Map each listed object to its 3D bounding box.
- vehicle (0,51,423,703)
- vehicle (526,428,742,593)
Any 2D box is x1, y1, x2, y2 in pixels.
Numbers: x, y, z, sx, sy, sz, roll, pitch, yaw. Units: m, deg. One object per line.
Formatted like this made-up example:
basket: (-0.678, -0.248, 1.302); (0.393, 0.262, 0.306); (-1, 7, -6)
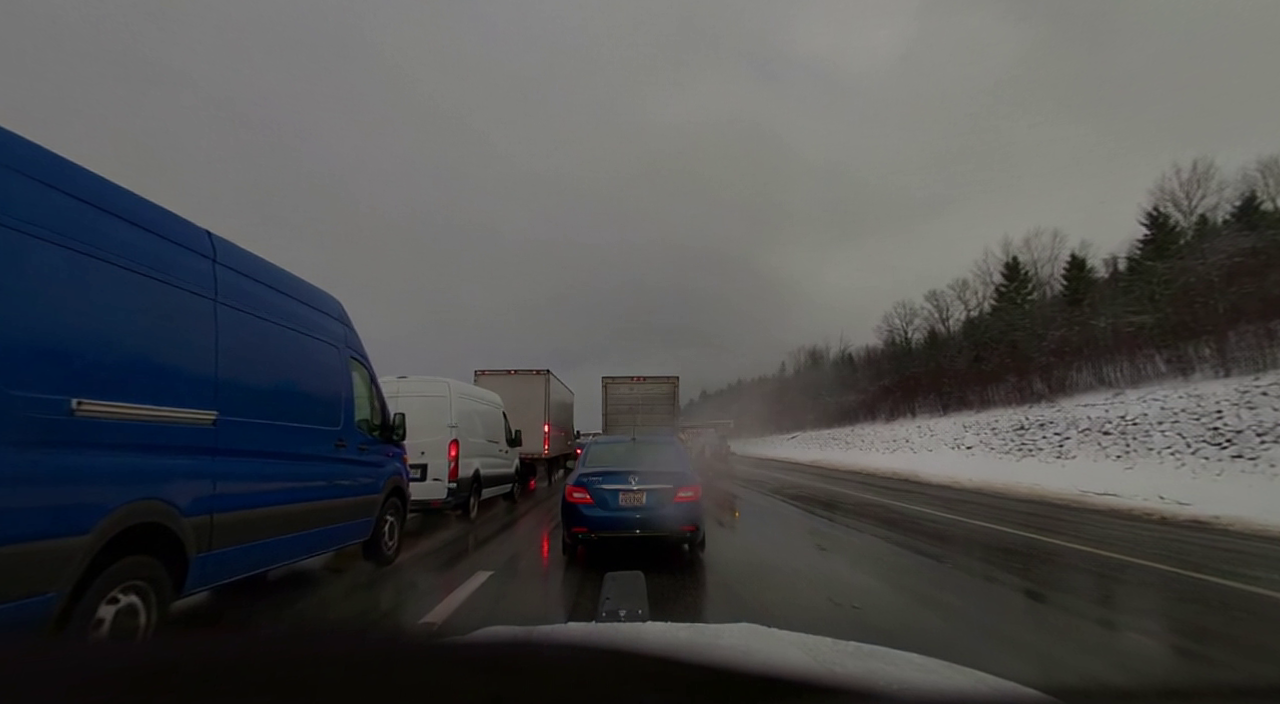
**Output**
vehicle: (-4.031, 0.528, 5.258); (2.254, 2.879, 6.656); (0, -9, -2)
vehicle: (-0.096, 1.734, 7.607); (1.995, 1.495, 3.380); (0, -9, -1)
